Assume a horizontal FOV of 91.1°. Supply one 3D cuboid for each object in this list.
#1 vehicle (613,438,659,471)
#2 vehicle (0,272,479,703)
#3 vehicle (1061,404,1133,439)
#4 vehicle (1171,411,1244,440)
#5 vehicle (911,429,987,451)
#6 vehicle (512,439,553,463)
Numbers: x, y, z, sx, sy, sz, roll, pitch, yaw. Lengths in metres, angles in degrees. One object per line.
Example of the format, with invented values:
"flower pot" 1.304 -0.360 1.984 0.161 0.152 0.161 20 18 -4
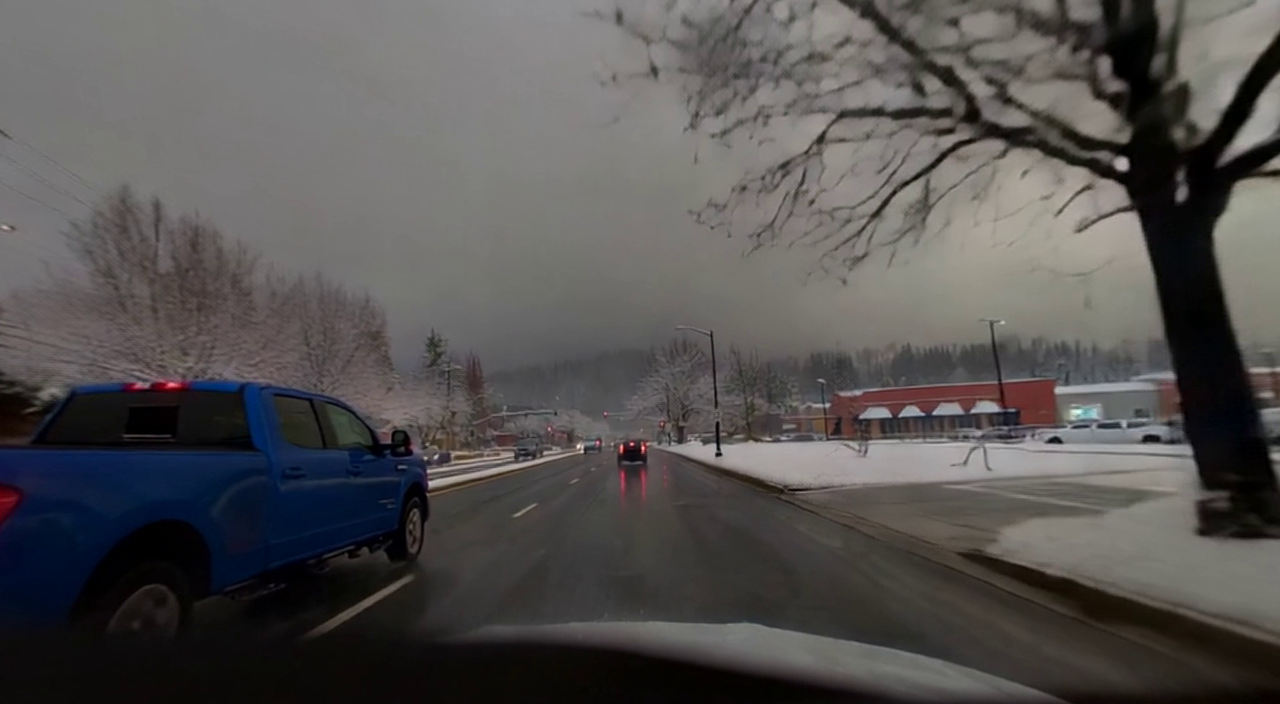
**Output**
"vehicle" -0.197 5.265 32.484 2.191 1.530 4.470 0 -8 0
"vehicle" -3.688 1.159 5.391 2.552 2.079 6.810 0 -8 2
"vehicle" 34.795 5.347 47.771 5.297 2.323 2.378 6 -11 -31
"vehicle" 35.407 4.581 39.119 4.773 1.647 2.003 4 -11 -33
"vehicle" 22.701 6.503 46.145 4.767 1.443 1.978 -6 -10 29
"vehicle" -8.210 7.616 48.445 2.146 1.788 5.153 0 -8 1
